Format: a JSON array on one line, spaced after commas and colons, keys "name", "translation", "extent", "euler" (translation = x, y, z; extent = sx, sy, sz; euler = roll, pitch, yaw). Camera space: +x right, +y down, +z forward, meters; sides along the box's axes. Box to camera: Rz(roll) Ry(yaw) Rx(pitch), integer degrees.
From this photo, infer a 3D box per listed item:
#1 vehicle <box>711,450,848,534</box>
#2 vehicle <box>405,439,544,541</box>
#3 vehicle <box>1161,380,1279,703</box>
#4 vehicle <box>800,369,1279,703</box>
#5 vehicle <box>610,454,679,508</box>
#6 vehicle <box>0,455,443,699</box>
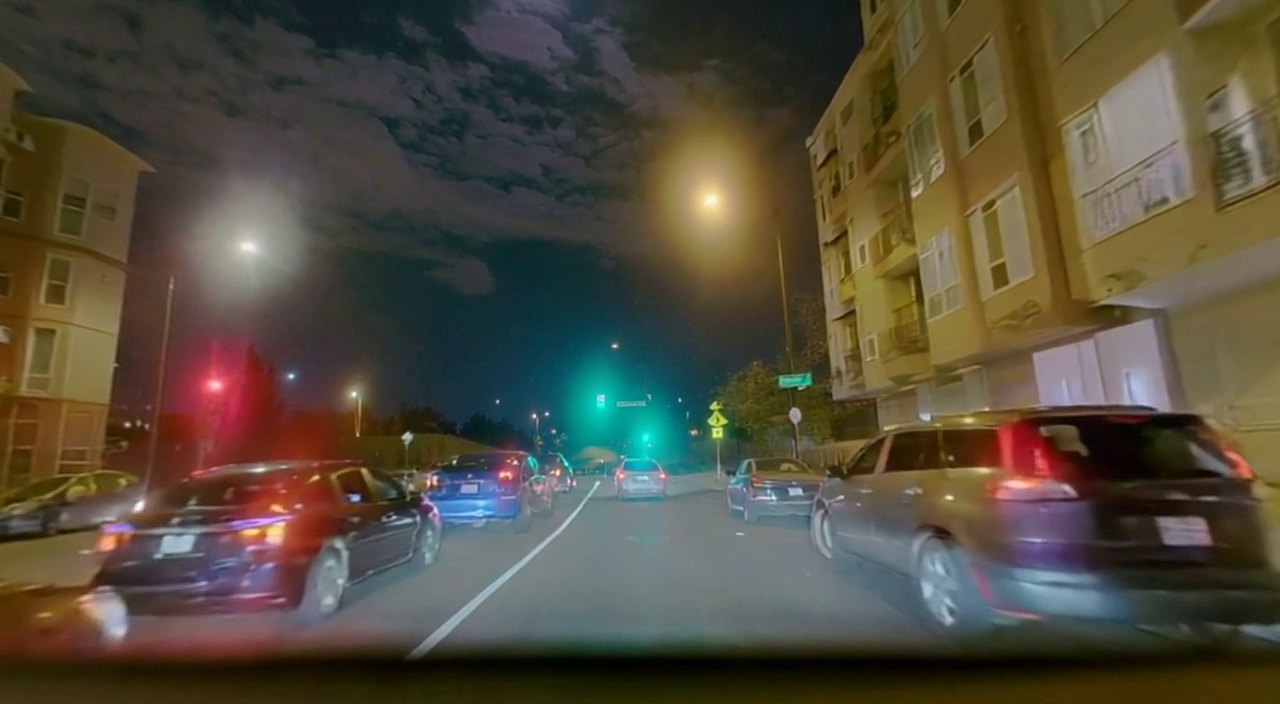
[{"name": "vehicle", "translation": [2.826, 2.934, 13.954], "extent": [1.943, 1.513, 4.510], "euler": [0, -9, -1]}, {"name": "vehicle", "translation": [-2.933, 2.478, 11.869], "extent": [1.778, 1.638, 3.059], "euler": [0, -9, -1]}, {"name": "vehicle", "translation": [2.962, 0.577, 0.191], "extent": [1.933, 1.501, 4.349], "euler": [0, -8, 1]}, {"name": "vehicle", "translation": [2.976, 1.305, 5.339], "extent": [1.988, 1.779, 4.635], "euler": [0, -8, 0]}, {"name": "vehicle", "translation": [0.045, 4.069, 20.365], "extent": [2.026, 1.496, 3.701], "euler": [0, -8, -2]}, {"name": "vehicle", "translation": [-3.286, 1.606, 5.614], "extent": [1.824, 1.306, 3.937], "euler": [0, -9, 0]}]
